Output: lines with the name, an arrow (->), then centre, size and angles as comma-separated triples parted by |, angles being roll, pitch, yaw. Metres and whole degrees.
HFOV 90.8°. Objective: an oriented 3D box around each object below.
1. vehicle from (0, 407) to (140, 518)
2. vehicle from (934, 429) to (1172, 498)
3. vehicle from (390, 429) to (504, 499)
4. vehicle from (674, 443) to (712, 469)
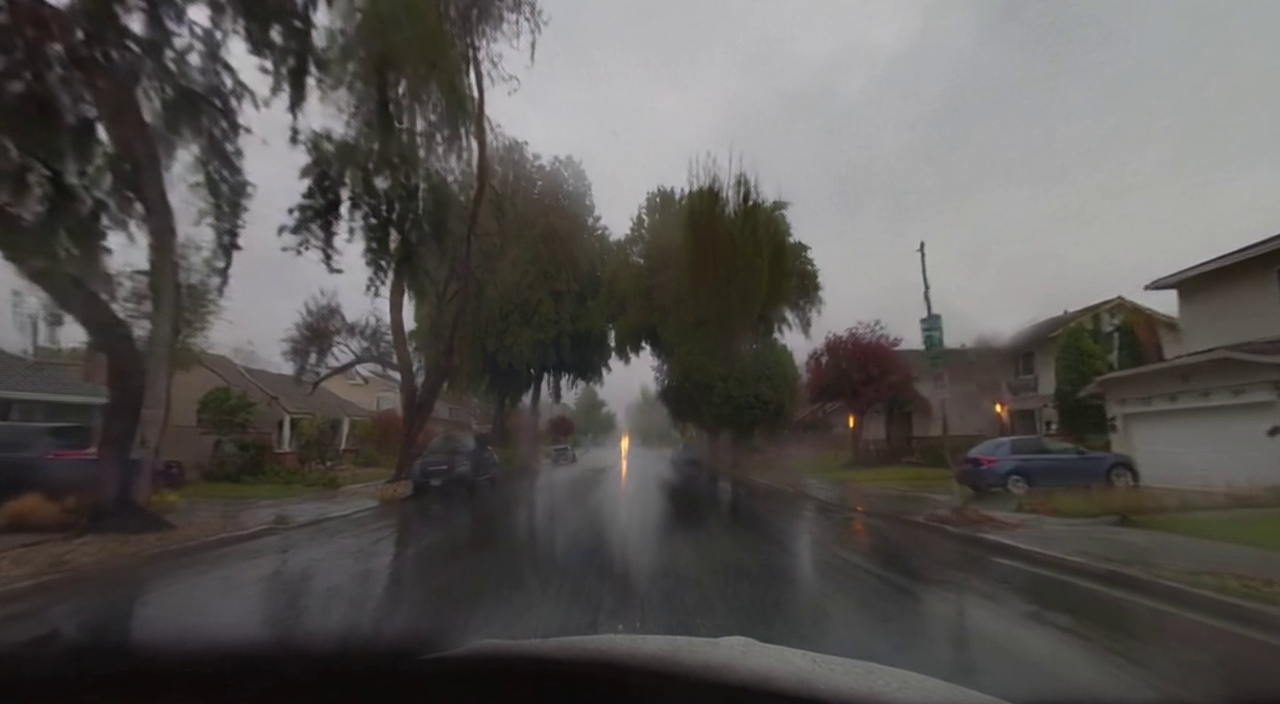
vehicle -> -12.249, 2.007, 11.387 | 2.006, 1.925, 5.163 | -2, -9, 4
vehicle -> 9.986, 2.711, 15.547 | 4.497, 1.564, 1.948 | 0, -8, -2
vehicle -> -5.995, 3.524, 20.384 | 2.341, 1.942, 5.044 | 0, -8, -3
vehicle -> 3.458, 6.823, 41.687 | 1.996, 1.585, 4.371 | 0, -8, -2
